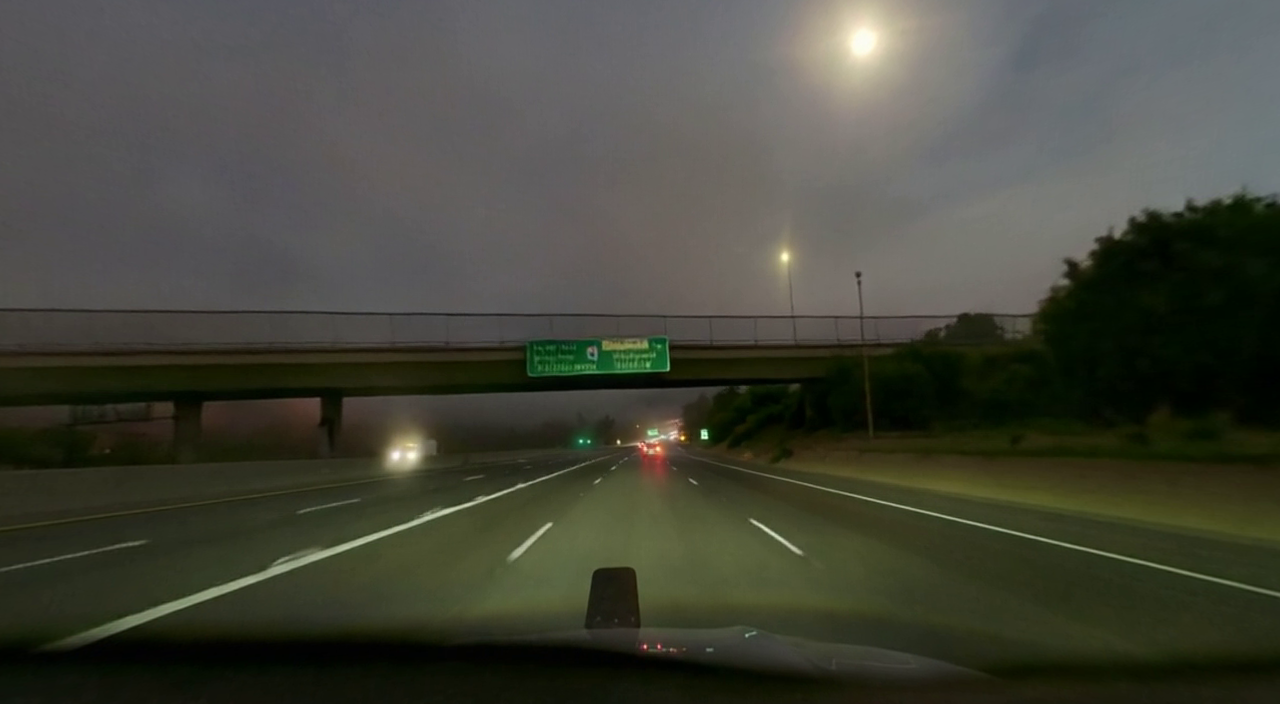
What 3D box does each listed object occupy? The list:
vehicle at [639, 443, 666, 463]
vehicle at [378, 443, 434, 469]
[{"bbox_3d":[0.924,7.650,48.021,1.970,1.477,4.158,0,-9,1],"label":"vehicle"},{"bbox_3d":[-14.953,6.614,40.585,1.806,1.563,3.887,-1,-8,6],"label":"vehicle"}]
